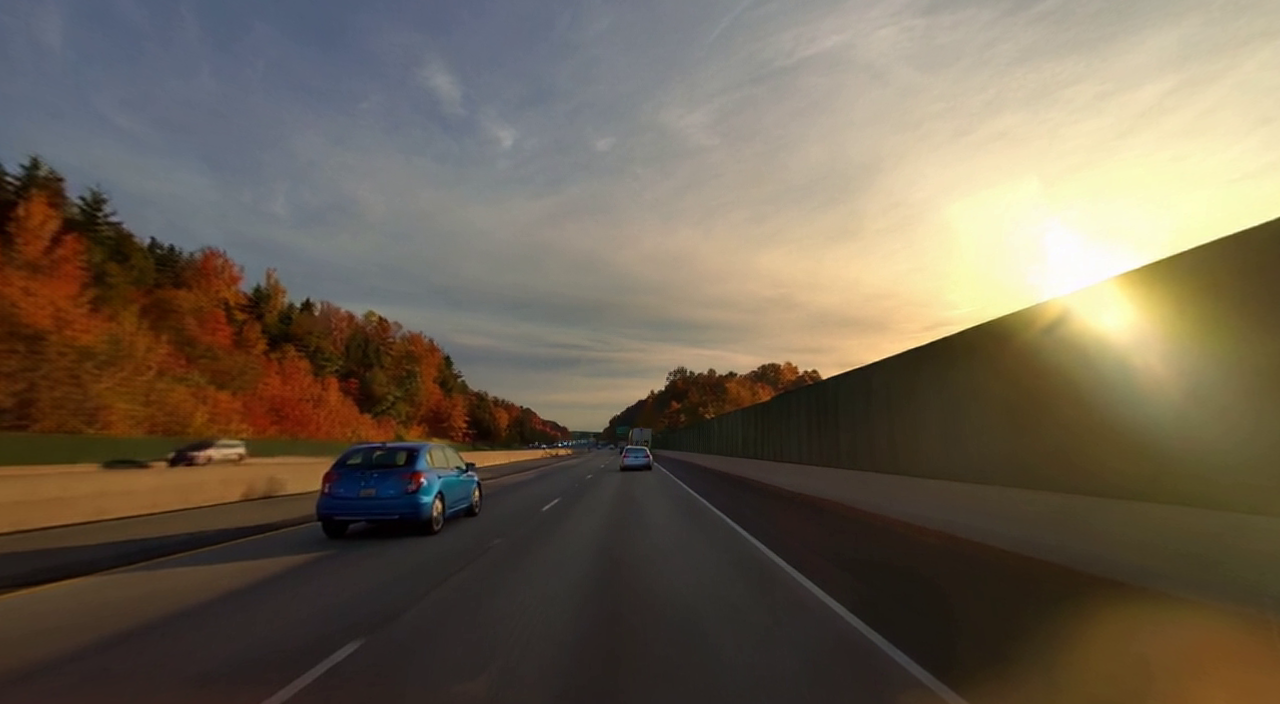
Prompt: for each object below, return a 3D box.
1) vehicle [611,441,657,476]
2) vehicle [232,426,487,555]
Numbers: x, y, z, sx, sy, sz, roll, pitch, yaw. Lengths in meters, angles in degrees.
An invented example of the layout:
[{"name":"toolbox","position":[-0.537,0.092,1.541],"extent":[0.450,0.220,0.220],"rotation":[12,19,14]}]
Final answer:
[{"name":"vehicle","position":[-0.293,5.024,30.010],"extent":[2.057,1.516,4.065],"rotation":[0,-8,-1]},{"name":"vehicle","position":[-3.907,1.988,9.753],"extent":[2.054,1.536,4.128],"rotation":[0,-8,0]}]
